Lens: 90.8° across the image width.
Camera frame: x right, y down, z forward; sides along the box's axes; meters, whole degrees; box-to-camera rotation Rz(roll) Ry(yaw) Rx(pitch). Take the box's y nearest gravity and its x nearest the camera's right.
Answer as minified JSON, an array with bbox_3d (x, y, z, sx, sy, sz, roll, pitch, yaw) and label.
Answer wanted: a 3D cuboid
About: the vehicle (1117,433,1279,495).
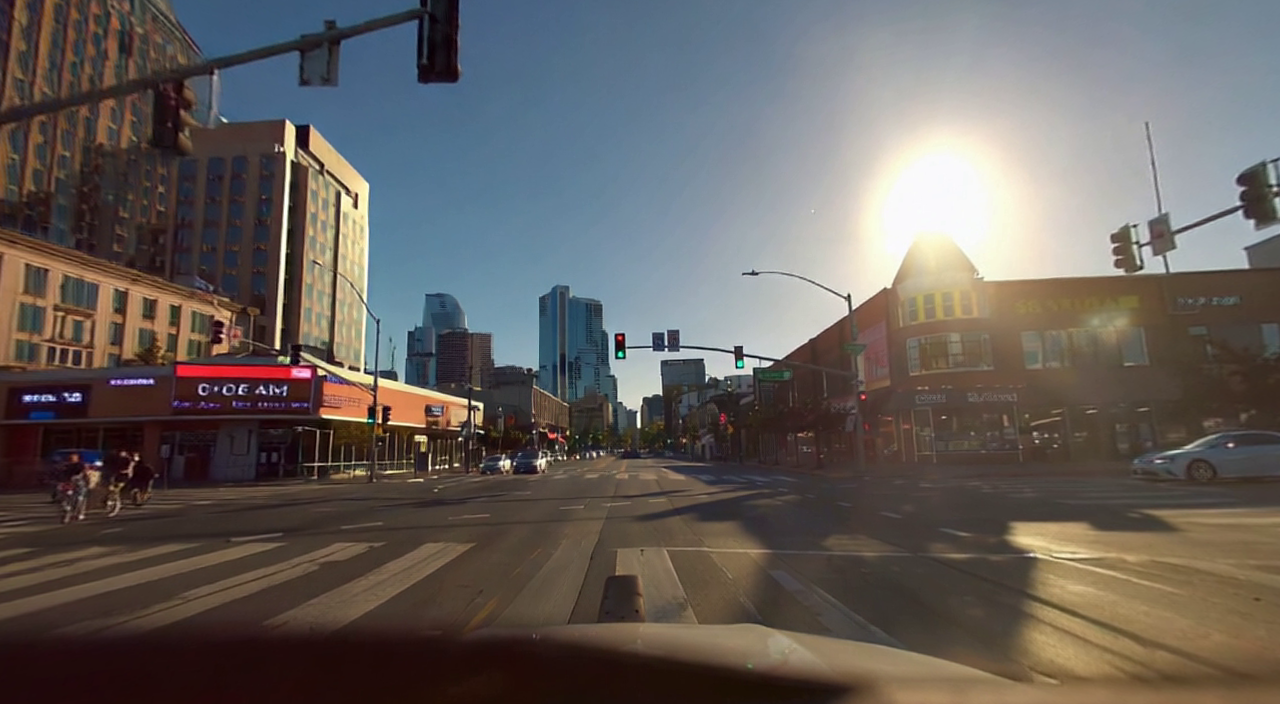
[{"bbox_3d":[15.434,2.843,16.197,4.651,1.463,1.880,-2,-9,8],"label":"vehicle"}]

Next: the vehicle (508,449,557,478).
[{"bbox_3d":[-6.754,7.055,40.180,2.181,1.703,4.512,-1,-9,2],"label":"vehicle"}]

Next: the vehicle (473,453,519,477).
[{"bbox_3d":[-9.820,7.734,43.431,2.106,1.505,4.228,0,-9,0],"label":"vehicle"}]

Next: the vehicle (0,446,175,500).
[{"bbox_3d":[-21.137,4.589,24.214,5.161,1.910,2.275,-2,-9,11],"label":"vehicle"}]
